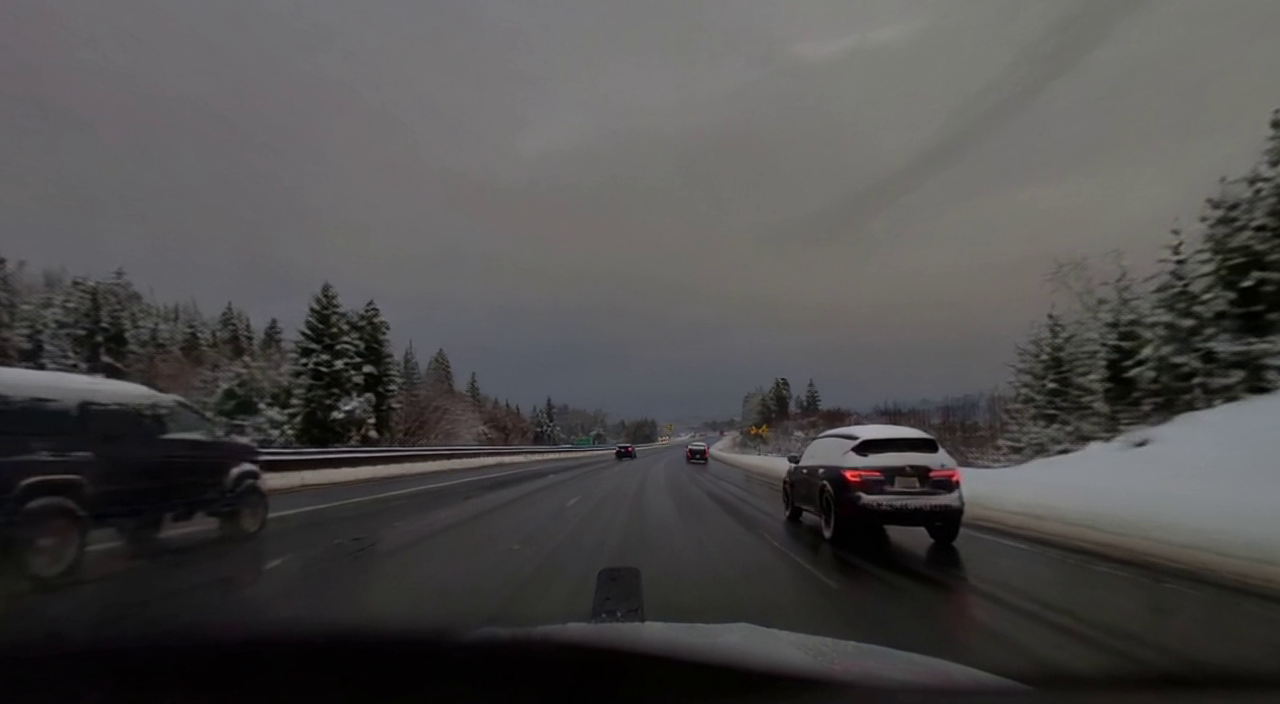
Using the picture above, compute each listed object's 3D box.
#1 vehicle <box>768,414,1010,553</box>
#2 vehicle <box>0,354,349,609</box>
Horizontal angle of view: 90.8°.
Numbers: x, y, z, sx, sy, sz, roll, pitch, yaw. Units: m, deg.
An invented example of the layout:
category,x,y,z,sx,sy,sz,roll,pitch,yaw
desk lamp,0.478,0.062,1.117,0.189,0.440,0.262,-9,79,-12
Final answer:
category,x,y,z,sx,sy,sz,roll,pitch,yaw
vehicle,3.623,2.013,10.309,2.075,1.743,4.410,0,-9,-1
vehicle,-6.307,1.483,7.977,2.383,2.048,5.875,0,-9,1
